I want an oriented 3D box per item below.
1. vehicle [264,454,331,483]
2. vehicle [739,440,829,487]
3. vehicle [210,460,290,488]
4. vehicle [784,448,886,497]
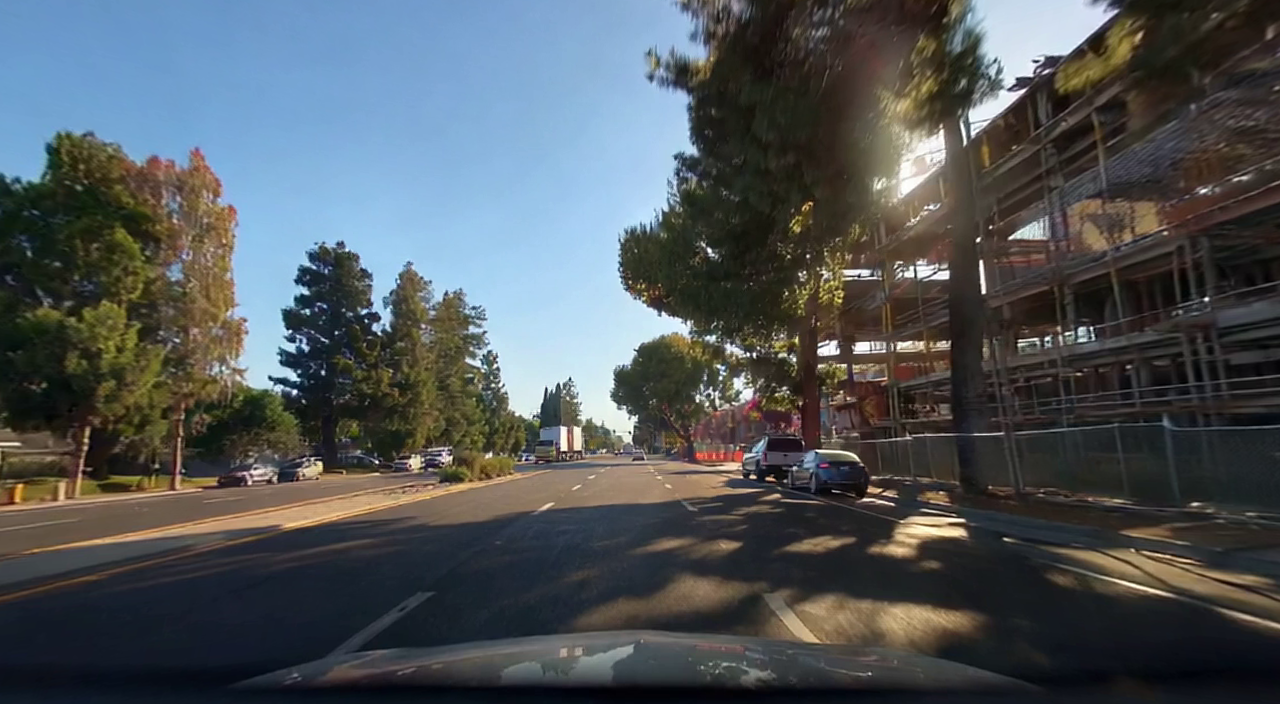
[{"bbox_3d":[-23.006,7.820,42.424,2.006,1.755,4.476,0,-8,-1],"label":"vehicle"},{"bbox_3d":[6.313,4.977,28.606,2.513,1.890,6.666,0,-8,0],"label":"vehicle"},{"bbox_3d":[-22.985,7.168,37.196,1.862,1.458,4.701,0,-8,-2],"label":"vehicle"},{"bbox_3d":[6.439,4.007,21.340,1.860,1.467,4.576,0,-8,-2],"label":"vehicle"}]
